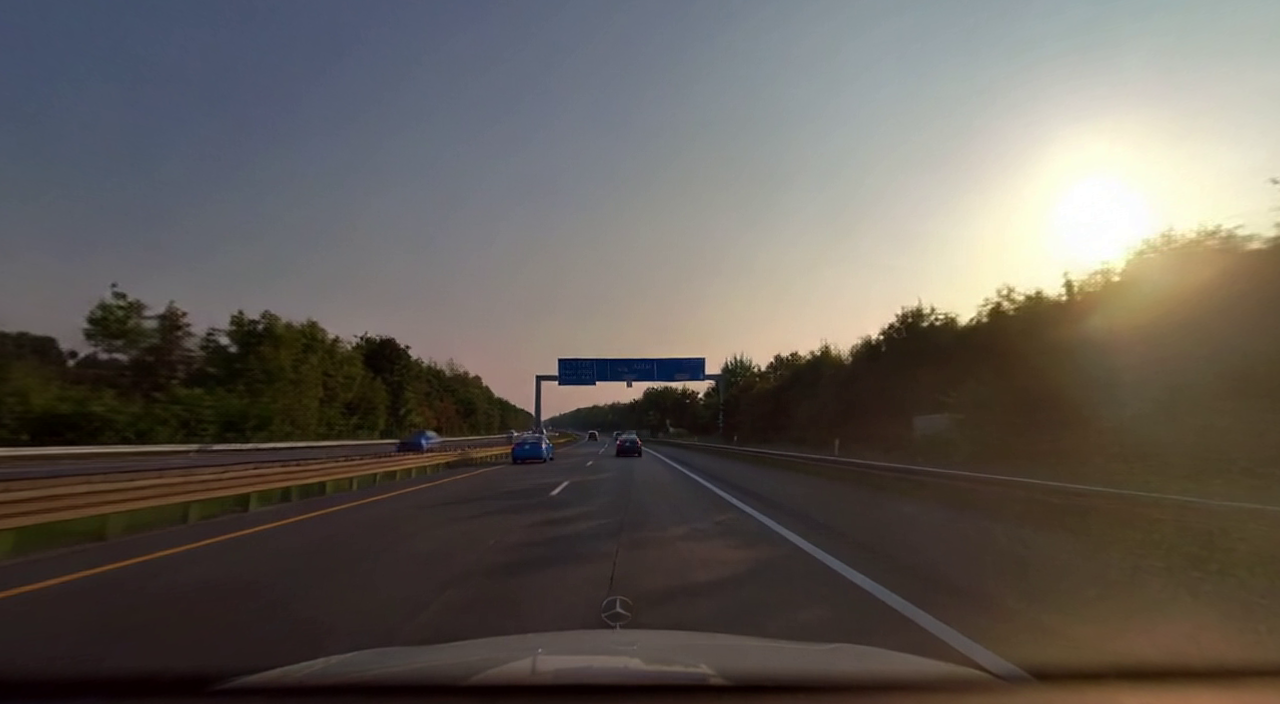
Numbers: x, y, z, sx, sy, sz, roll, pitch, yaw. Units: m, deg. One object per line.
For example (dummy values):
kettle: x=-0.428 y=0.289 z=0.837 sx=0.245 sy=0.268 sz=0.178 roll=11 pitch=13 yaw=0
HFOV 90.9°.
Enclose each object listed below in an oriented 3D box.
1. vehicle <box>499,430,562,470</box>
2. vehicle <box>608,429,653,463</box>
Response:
vehicle: x=-4.564 y=4.129 z=26.837 sx=1.975 sy=1.518 sz=4.242 roll=0 pitch=-8 yaw=-1
vehicle: x=-0.508 y=4.806 z=32.398 sx=2.162 sy=1.616 sz=4.242 roll=0 pitch=-8 yaw=-2
